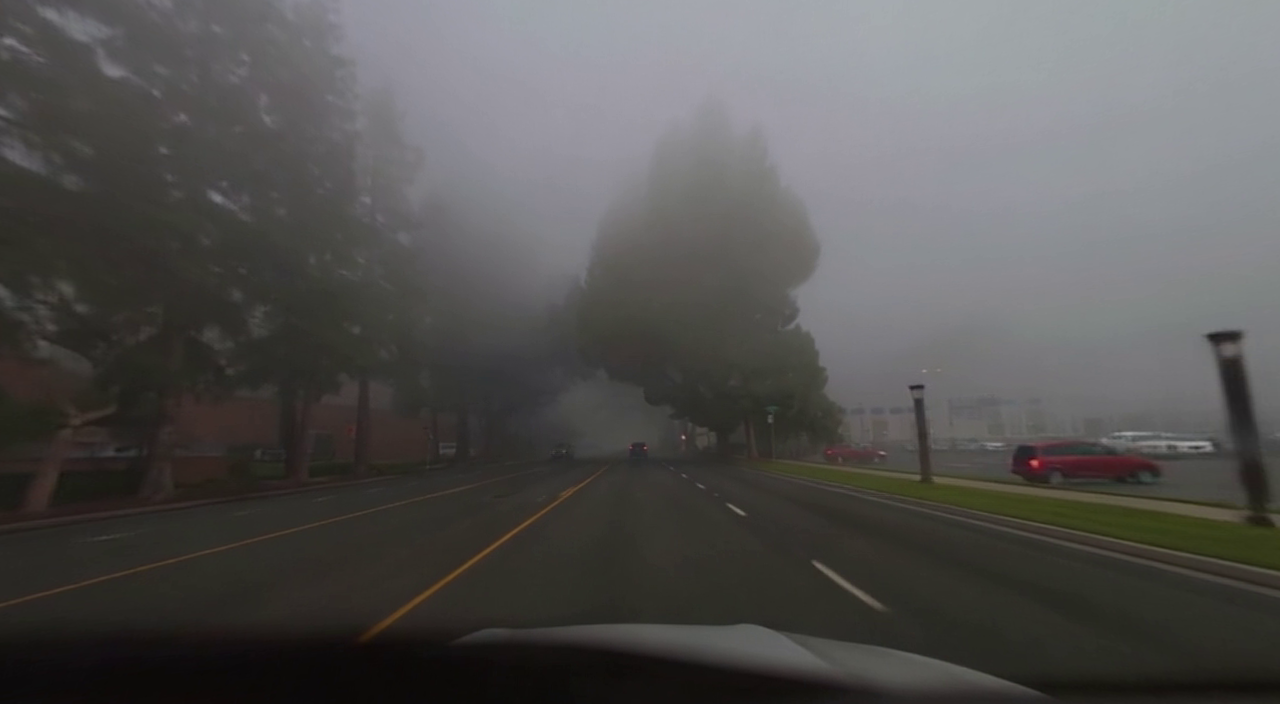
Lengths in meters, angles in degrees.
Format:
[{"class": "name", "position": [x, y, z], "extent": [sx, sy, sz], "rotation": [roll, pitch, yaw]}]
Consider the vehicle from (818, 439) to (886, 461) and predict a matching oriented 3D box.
[{"class": "vehicle", "position": [16.112, 7.455, 48.108], "extent": [4.421, 1.412, 1.949], "rotation": [-2, -8, 0]}]

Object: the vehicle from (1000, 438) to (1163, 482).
[{"class": "vehicle", "position": [16.757, 4.104, 24.184], "extent": [4.665, 1.570, 2.080], "rotation": [0, -8, 0]}]

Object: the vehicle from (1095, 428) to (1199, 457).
[{"class": "vehicle", "position": [31.626, 5.701, 39.655], "extent": [2.015, 1.681, 5.292], "rotation": [0, -8, -2]}]

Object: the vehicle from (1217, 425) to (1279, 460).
[{"class": "vehicle", "position": [34.430, 4.908, 34.250], "extent": [1.843, 1.774, 4.626], "rotation": [0, -8, 0]}]
